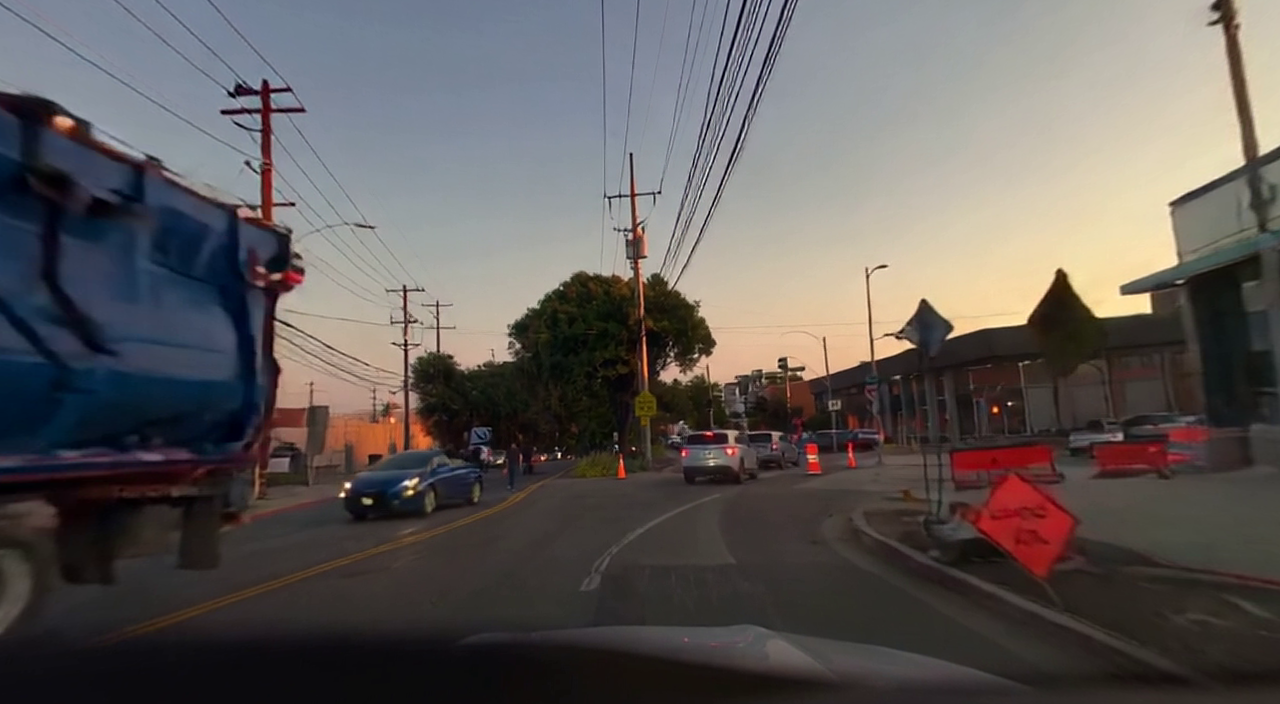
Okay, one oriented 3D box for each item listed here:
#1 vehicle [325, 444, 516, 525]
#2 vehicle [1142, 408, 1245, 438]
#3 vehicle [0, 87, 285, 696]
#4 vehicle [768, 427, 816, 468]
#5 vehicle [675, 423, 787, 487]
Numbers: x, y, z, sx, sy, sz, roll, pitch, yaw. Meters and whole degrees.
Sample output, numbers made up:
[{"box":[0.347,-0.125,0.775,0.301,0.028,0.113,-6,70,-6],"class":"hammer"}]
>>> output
[{"box":[-4.767,2.938,14.691,2.103,1.526,4.743,-2,-9,10],"class":"vehicle"},{"box":[35.912,4.686,41.114,1.922,1.704,4.550,4,-10,-33],"class":"vehicle"},{"box":[-5.689,-0.151,1.304,3.007,3.800,11.011,-1,-9,3],"class":"vehicle"},{"box":[8.085,5.015,33.235,2.206,1.911,5.548,-3,-9,15],"class":"vehicle"},{"box":[3.232,3.442,21.378,2.256,1.859,5.118,-5,-9,25],"class":"vehicle"}]
